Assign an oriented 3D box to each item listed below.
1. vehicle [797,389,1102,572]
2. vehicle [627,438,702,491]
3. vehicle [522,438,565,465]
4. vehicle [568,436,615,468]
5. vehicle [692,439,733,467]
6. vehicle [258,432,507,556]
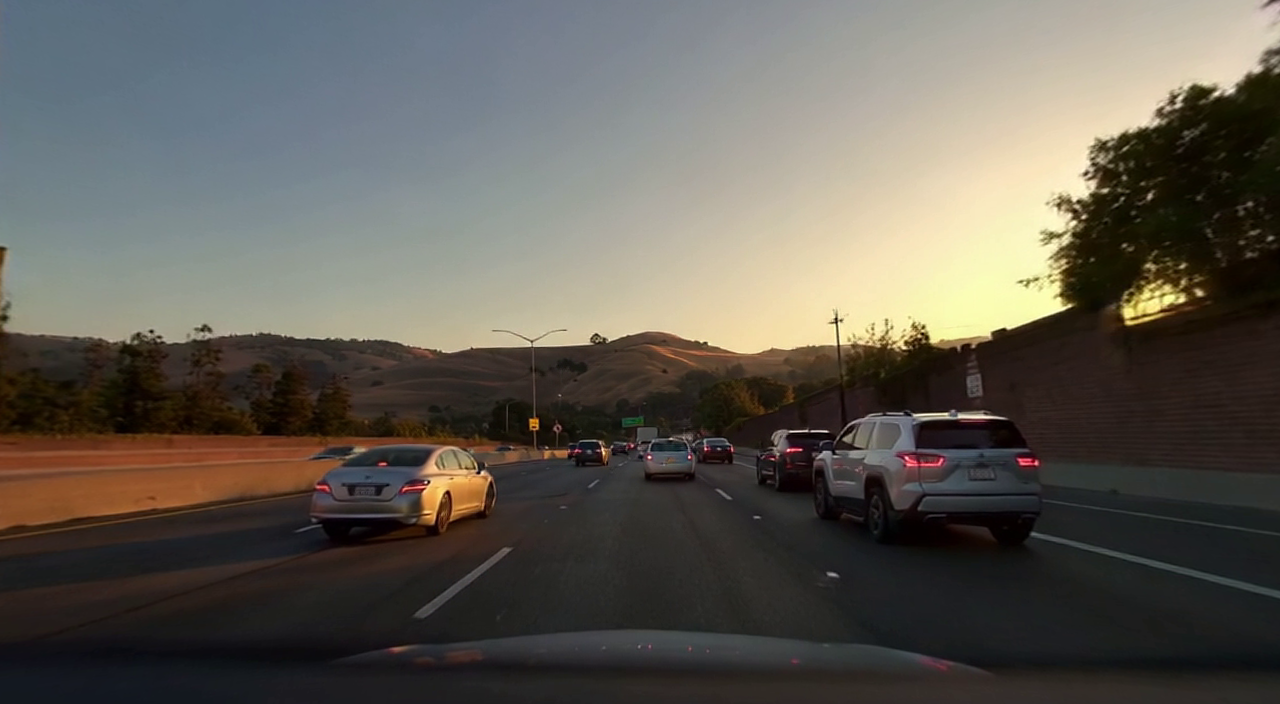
[{"bbox_3d":[3.664,1.605,8.593,1.930,1.831,4.344,0,-8,0],"label":"vehicle"},{"bbox_3d":[0.708,3.449,19.762,2.105,1.471,3.978,0,-8,0],"label":"vehicle"},{"bbox_3d":[-6.695,6.939,44.161,2.055,1.751,4.825,0,-8,3],"label":"vehicle"},{"bbox_3d":[-2.779,5.874,37.236,2.154,1.793,4.736,0,-8,3],"label":"vehicle"},{"bbox_3d":[4.091,5.747,36.138,1.855,1.513,3.915,0,-8,0],"label":"vehicle"},{"bbox_3d":[-3.523,2.008,9.717,1.961,1.456,4.362,0,-8,1],"label":"vehicle"}]
